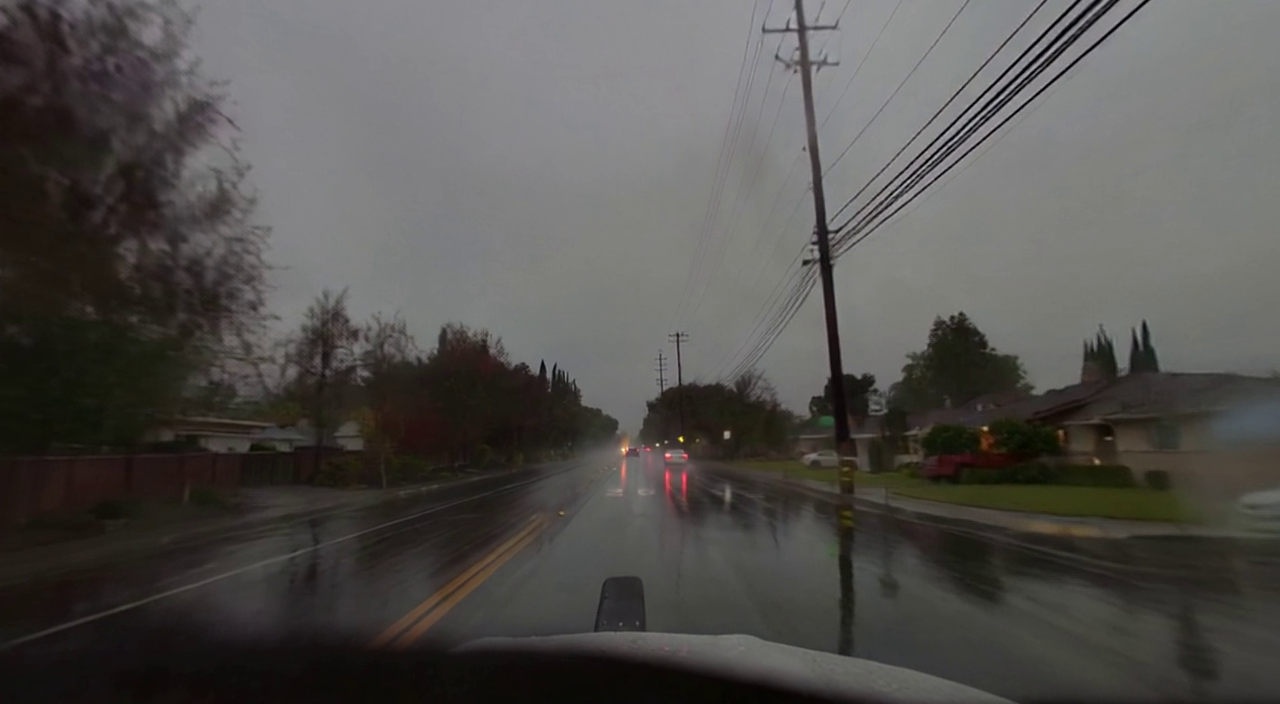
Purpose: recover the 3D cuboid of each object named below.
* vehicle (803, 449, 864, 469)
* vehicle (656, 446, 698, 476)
[{"bbox_3d":[14.352,7.938,47.001,3.838,1.405,1.992,1,-9,-6],"label":"vehicle"},{"bbox_3d":[1.885,5.660,33.033,1.975,1.497,3.647,0,-9,0],"label":"vehicle"}]
